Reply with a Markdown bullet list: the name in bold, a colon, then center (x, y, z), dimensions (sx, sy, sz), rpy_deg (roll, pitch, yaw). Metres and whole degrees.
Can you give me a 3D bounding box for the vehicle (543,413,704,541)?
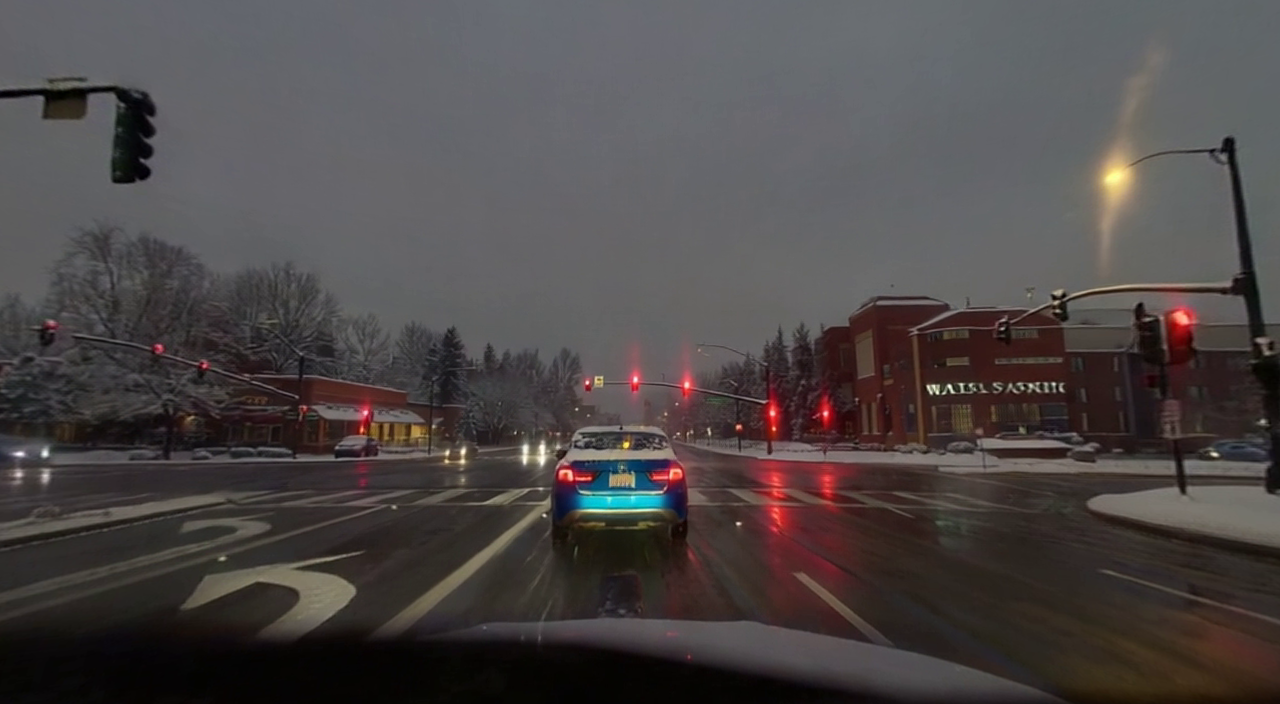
- **vehicle**: center (-0.253, 1.898, 10.146), dimensions (2.066, 1.618, 3.922), rpy_deg (0, -8, -1)
